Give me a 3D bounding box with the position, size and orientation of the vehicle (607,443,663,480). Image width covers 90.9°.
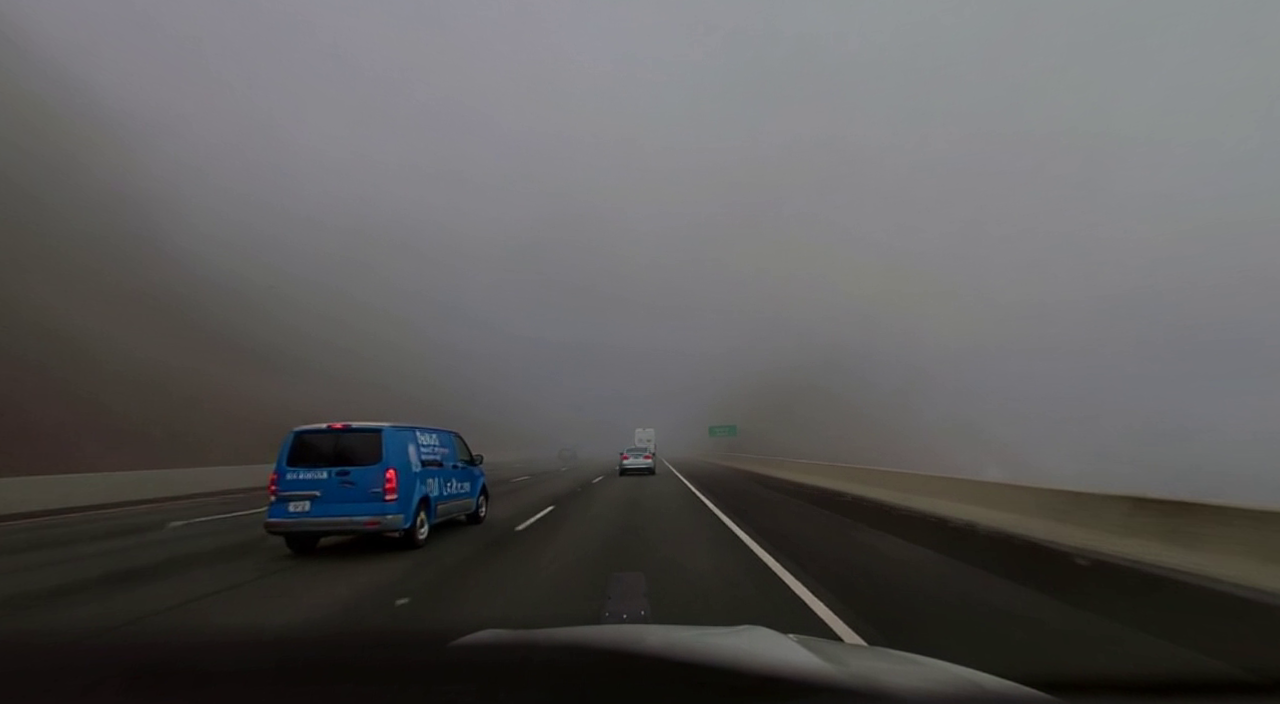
[{"bbox_3d":[-0.164,4.687,27.231,2.238,1.479,3.672,0,-9,1],"label":"vehicle"}]
